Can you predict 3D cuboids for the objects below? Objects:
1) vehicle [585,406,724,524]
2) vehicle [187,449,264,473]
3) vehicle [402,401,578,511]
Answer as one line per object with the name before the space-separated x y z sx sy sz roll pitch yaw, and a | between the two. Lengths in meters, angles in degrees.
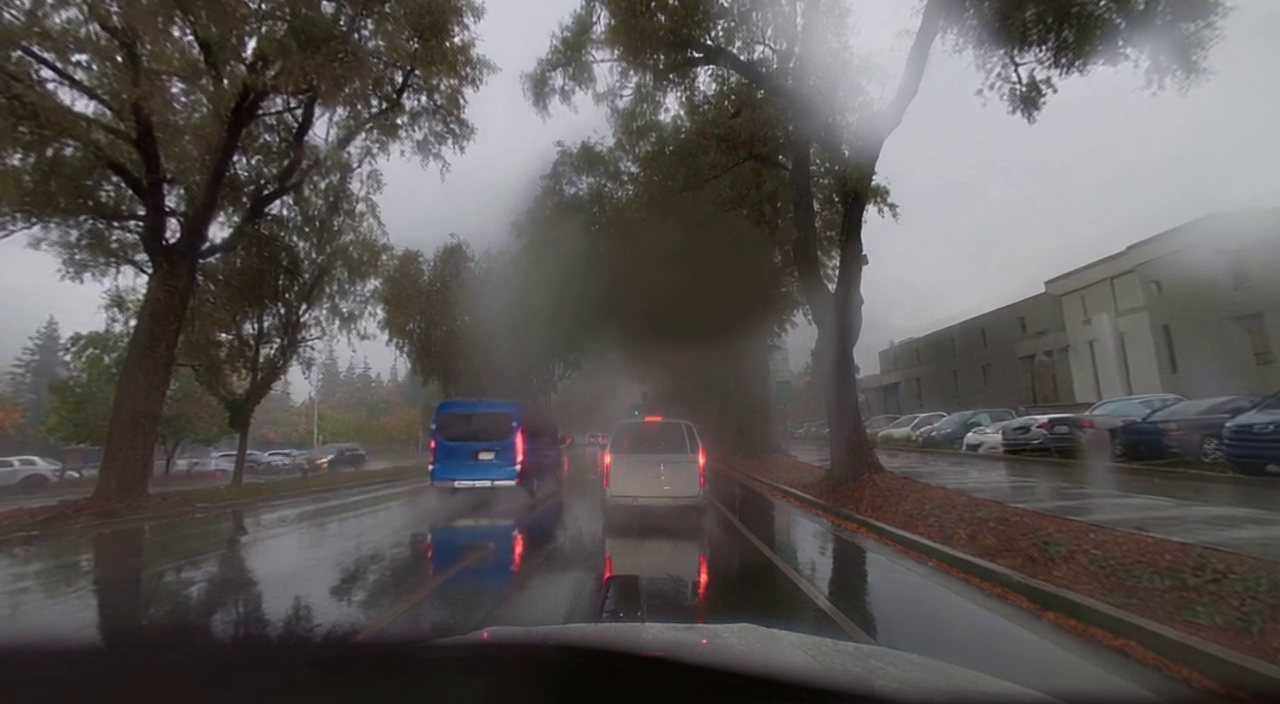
vehicle | 0.301 2.075 12.038 2.173 1.830 4.189 0 -8 2
vehicle | -32.624 8.570 49.937 1.977 1.788 4.978 -2 -9 12
vehicle | -3.123 2.376 14.779 2.486 2.074 5.456 -1 -8 3
